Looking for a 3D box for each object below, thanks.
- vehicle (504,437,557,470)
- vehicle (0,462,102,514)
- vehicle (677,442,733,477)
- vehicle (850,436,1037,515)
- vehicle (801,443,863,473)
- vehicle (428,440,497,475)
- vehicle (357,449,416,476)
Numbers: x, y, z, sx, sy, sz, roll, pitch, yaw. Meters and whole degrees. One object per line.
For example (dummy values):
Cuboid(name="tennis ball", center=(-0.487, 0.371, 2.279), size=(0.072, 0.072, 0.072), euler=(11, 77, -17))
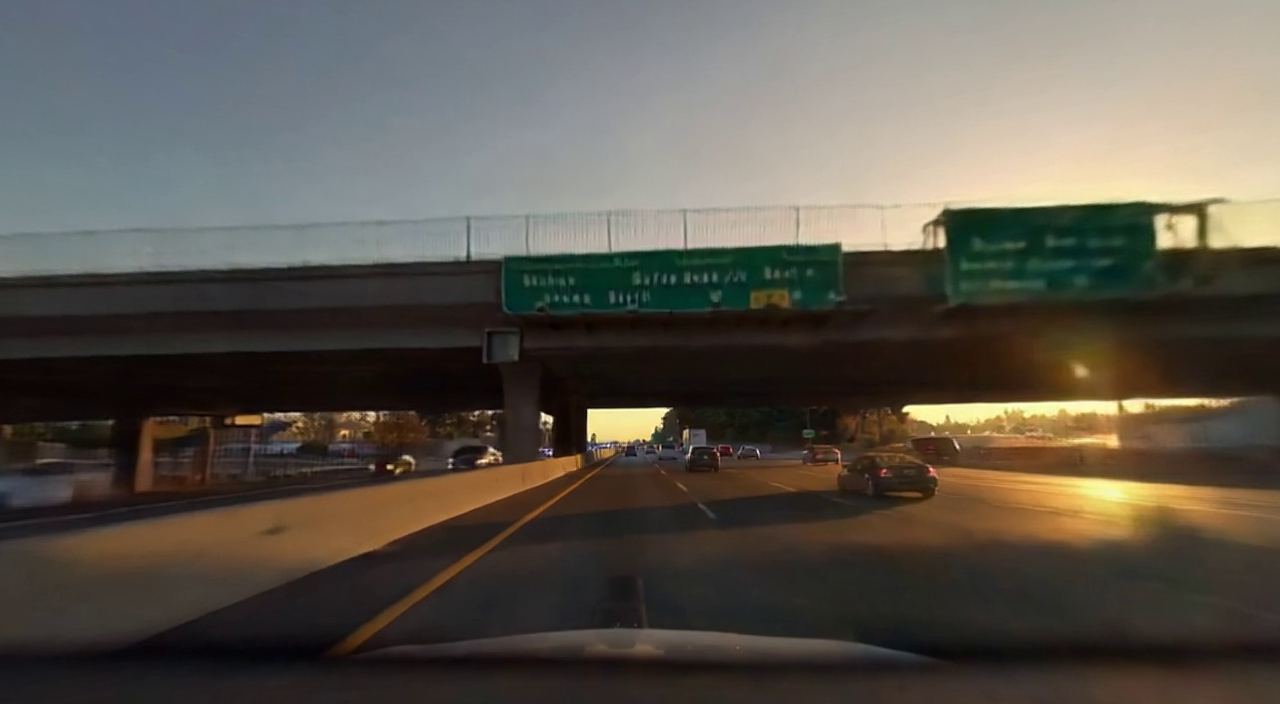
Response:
Cuboid(name="vehicle", center=(-6.711, 6.297, 39.418), size=(2.218, 1.829, 5.584), euler=(0, -8, 1))
Cuboid(name="vehicle", center=(-20.625, 4.396, 20.552), size=(2.057, 1.475, 4.785), euler=(0, -8, 0))
Cuboid(name="vehicle", center=(2.968, 5.024, 29.854), size=(1.993, 1.507, 4.594), euler=(0, -8, -2))
Cuboid(name="vehicle", center=(6.600, 2.710, 14.457), size=(1.952, 1.489, 4.483), euler=(0, -8, -2))
Cuboid(name="vehicle", center=(10.005, 5.524, 33.226), size=(1.838, 1.440, 4.121), euler=(0, -8, -2))
Cuboid(name="vehicle", center=(-10.178, 6.088, 36.754), size=(2.274, 1.881, 5.749), euler=(0, -8, 1))
Cuboid(name="vehicle", center=(-16.952, 7.407, 42.522), size=(2.078, 1.637, 4.517), euler=(0, -8, 0))
